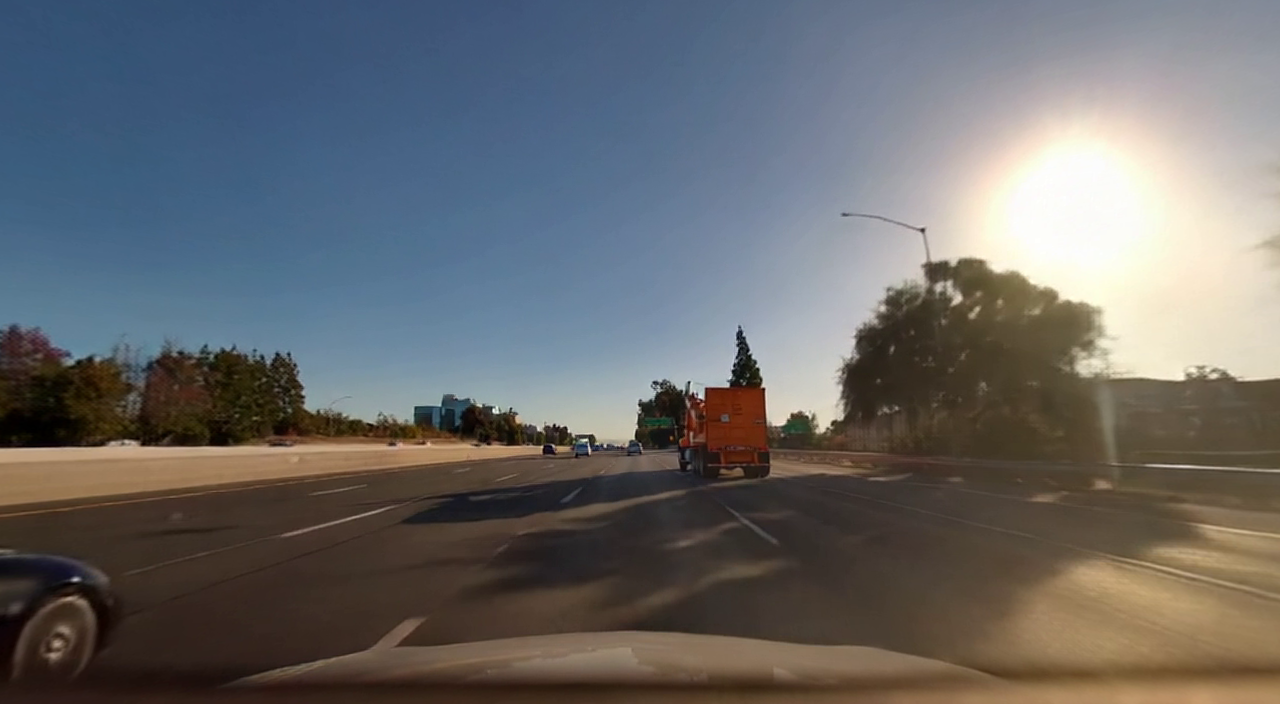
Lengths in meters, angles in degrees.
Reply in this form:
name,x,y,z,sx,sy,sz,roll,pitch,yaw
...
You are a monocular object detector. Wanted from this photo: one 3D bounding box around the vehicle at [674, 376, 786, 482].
name,x,y,z,sx,sy,sz,roll,pitch,yaw
vehicle,3.307,3.385,26.658,2.966,3.586,10.563,0,-9,-1
